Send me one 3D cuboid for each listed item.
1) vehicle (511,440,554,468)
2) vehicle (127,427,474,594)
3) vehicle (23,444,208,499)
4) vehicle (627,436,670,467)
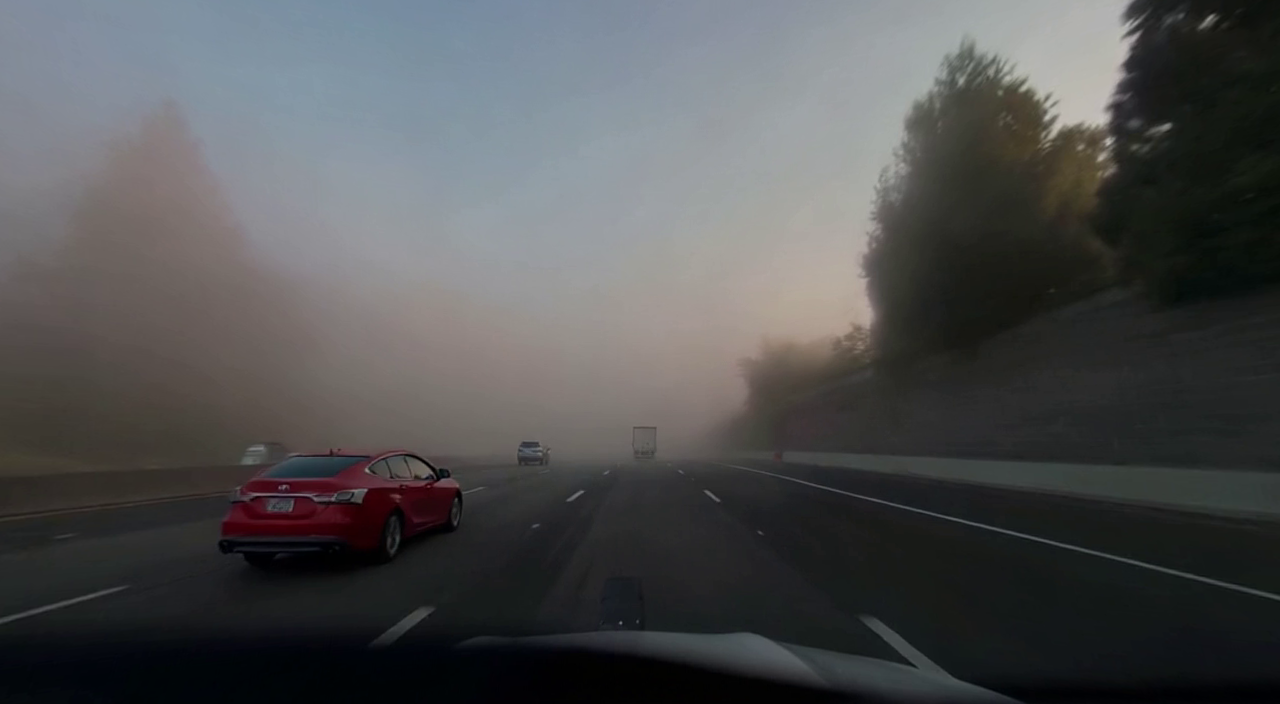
[{"bbox_3d":[-7.248,6.912,42.793,2.068,1.757,4.611,0,-9,0],"label":"vehicle"},{"bbox_3d":[-3.707,1.791,8.040,2.000,1.512,4.371,0,-9,0],"label":"vehicle"},{"bbox_3d":[-16.940,3.849,20.748,1.939,1.591,4.751,0,-9,1],"label":"vehicle"},{"bbox_3d":[0.501,7.007,44.461,2.856,1.994,4.931,0,-9,-1],"label":"vehicle"}]
